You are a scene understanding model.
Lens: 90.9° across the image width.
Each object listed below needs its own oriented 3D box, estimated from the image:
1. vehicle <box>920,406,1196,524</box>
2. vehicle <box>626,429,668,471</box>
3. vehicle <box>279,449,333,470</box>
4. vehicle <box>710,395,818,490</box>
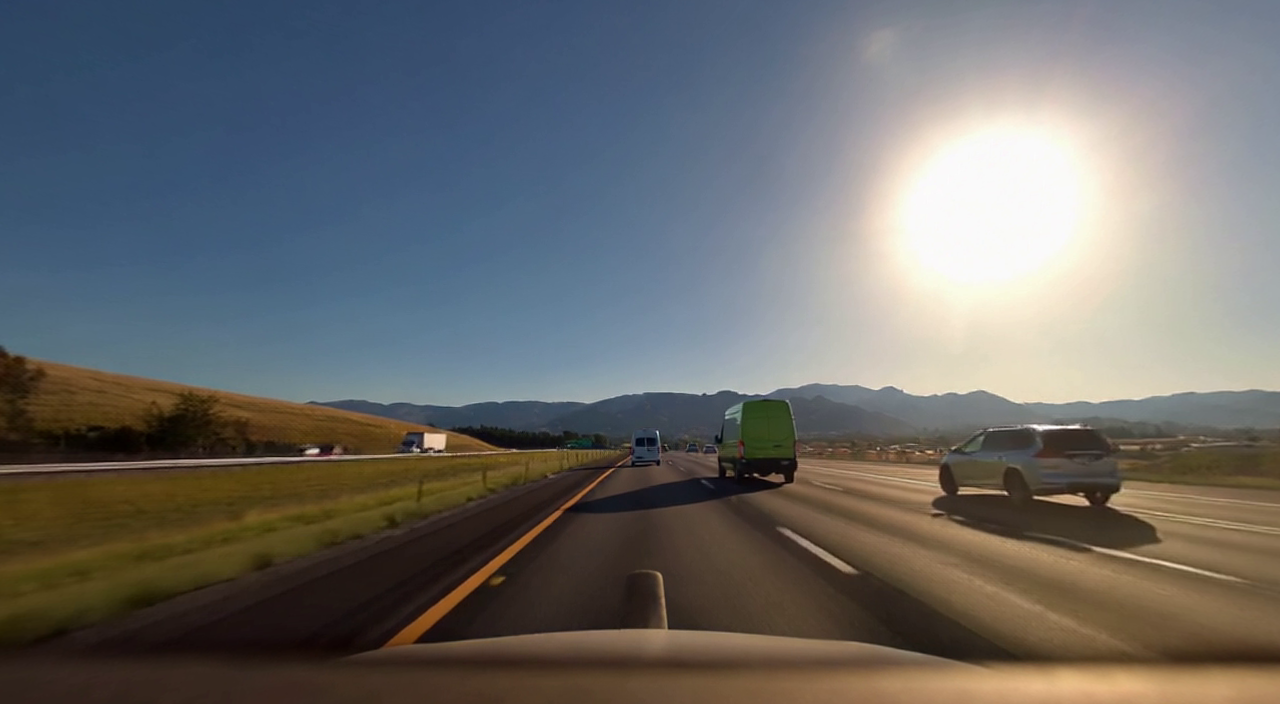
[{"bbox_3d":[7.951,2.205,12.829,2.240,1.925,4.854,0,-8,0],"label":"vehicle"},{"bbox_3d":[0.389,5.379,34.699,2.131,2.122,4.473,0,-8,1],"label":"vehicle"},{"bbox_3d":[-26.274,8.418,49.752,1.802,1.546,4.238,0,-8,1],"label":"vehicle"},{"bbox_3d":[3.862,3.011,21.037,2.302,2.670,6.176,0,-8,0],"label":"vehicle"}]
